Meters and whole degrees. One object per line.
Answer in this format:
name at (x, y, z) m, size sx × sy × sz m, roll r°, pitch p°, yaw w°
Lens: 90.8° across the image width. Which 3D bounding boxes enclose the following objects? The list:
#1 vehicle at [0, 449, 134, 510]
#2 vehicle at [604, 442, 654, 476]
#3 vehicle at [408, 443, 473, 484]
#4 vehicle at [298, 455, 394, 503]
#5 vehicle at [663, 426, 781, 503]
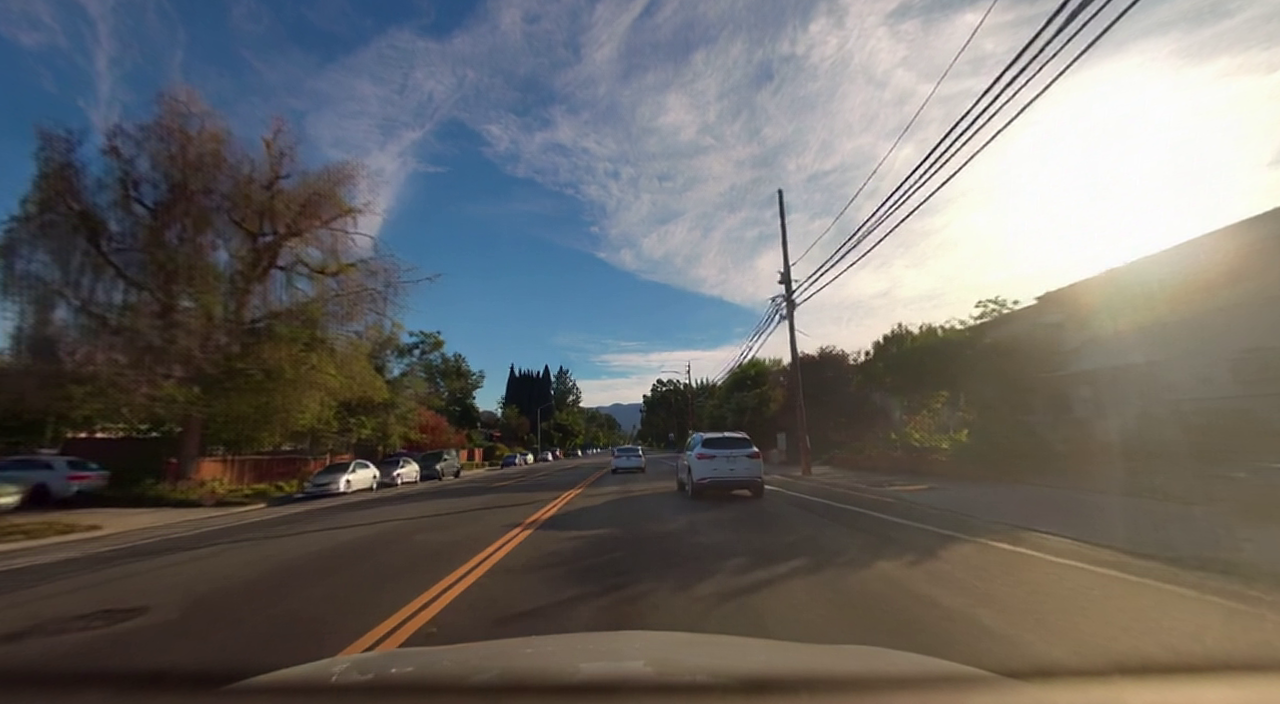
vehicle at (-20.791, 4.382, 21.836) m, size 4.800 × 1.840 × 2.045 m, roll -1°, pitch -6°, yaw -1°
vehicle at (-0.526, 5.028, 29.958) m, size 2.196 × 1.449 × 4.006 m, roll 0°, pitch -8°, yaw -1°
vehicle at (-12.296, 6.864, 39.336) m, size 2.504 × 2.031 × 5.237 m, roll -7°, pitch -8°, yaw -4°
vehicle at (-12.328, 5.296, 26.869) m, size 2.044 × 1.534 × 4.554 m, roll -5°, pitch -8°, yaw -2°
vehicle at (1.992, 2.939, 16.950) m, size 2.200 × 1.763 × 4.676 m, roll 1°, pitch -8°, yaw -4°
